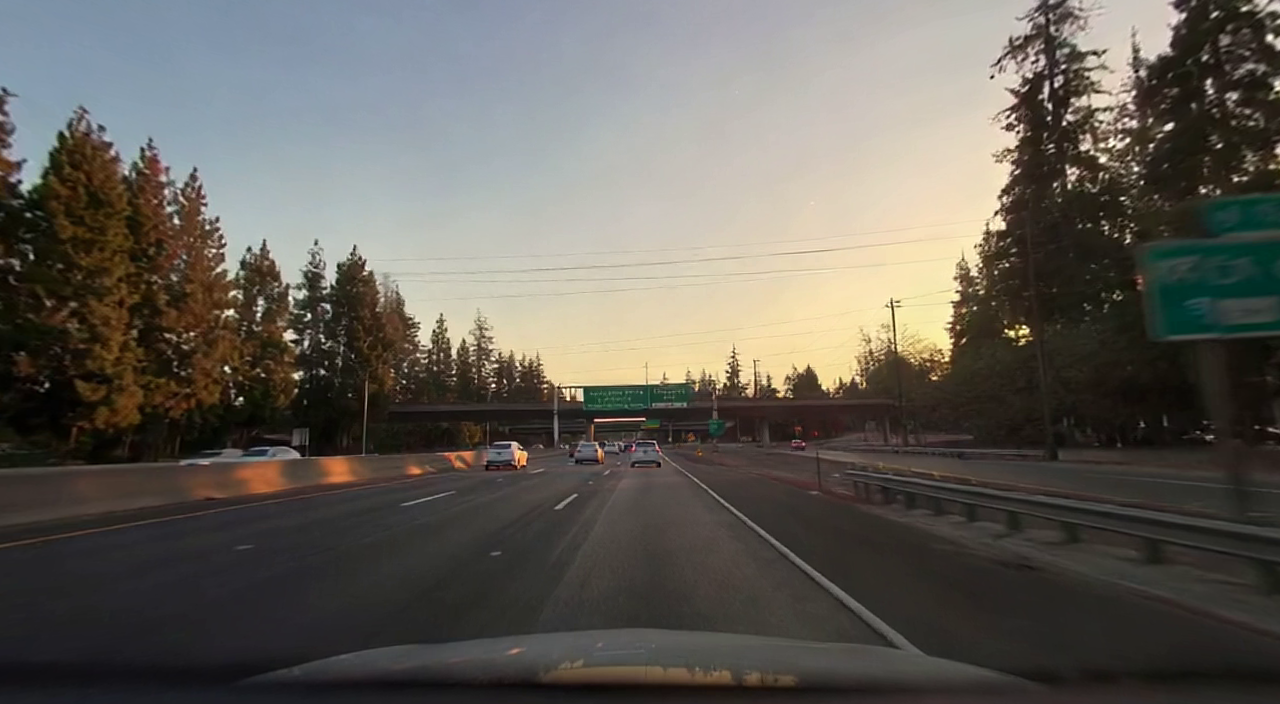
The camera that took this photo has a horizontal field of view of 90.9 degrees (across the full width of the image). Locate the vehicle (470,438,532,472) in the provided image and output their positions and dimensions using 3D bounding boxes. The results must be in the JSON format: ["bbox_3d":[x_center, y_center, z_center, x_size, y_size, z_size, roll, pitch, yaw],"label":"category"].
[{"bbox_3d":[-7.301,5.461,33.607,2.139,1.653,4.614,0,-8,2],"label":"vehicle"}]

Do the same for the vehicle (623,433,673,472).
[{"bbox_3d":[0.339,4.703,29.624,2.152,1.697,4.066,0,-8,0],"label":"vehicle"}]

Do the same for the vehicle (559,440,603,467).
[{"bbox_3d":[-3.363,5.930,36.917,2.056,1.464,4.564,0,-8,1],"label":"vehicle"}]

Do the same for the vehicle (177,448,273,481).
[{"bbox_3d":[-21.038,5.682,32.209,1.827,1.529,4.380,0,-8,1],"label":"vehicle"}]
